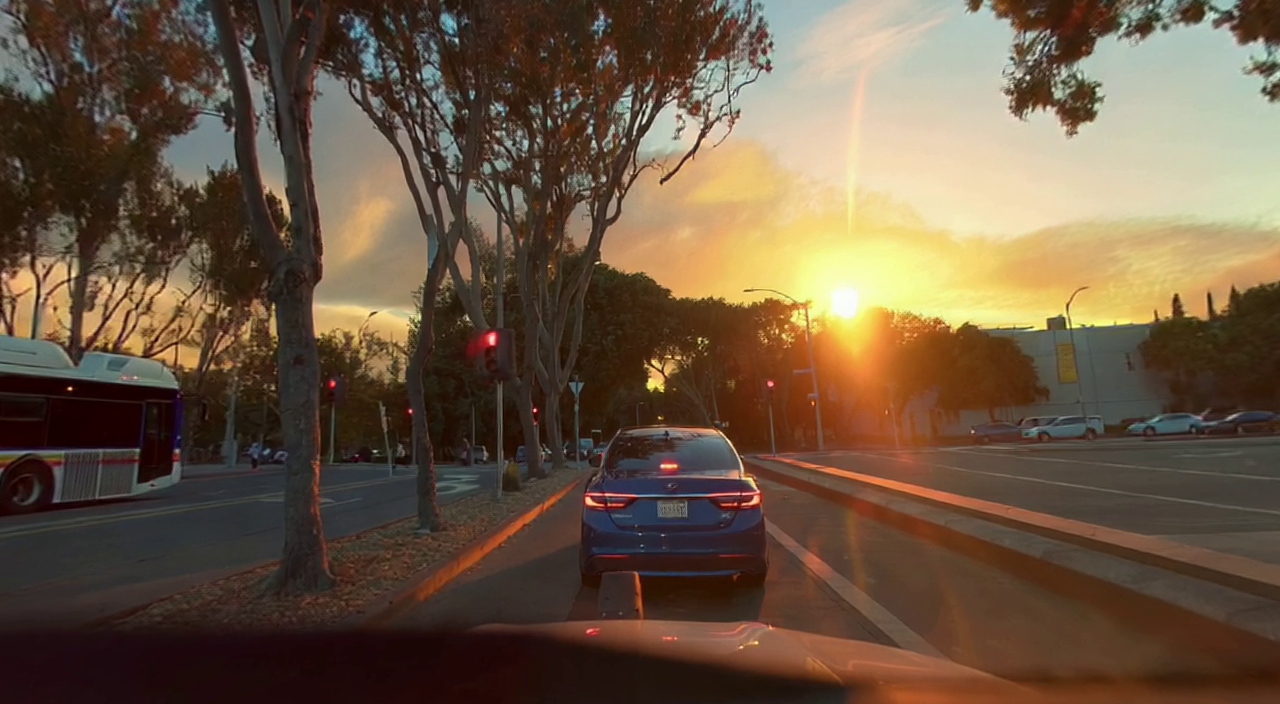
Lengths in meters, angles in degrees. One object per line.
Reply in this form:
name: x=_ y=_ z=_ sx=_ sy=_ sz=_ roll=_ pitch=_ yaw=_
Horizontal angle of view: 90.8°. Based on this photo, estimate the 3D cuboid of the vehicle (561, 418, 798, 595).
vehicle: x=0.376 y=1.613 z=7.396 sx=2.035 sy=1.499 sz=3.799 roll=0 pitch=-8 yaw=1
